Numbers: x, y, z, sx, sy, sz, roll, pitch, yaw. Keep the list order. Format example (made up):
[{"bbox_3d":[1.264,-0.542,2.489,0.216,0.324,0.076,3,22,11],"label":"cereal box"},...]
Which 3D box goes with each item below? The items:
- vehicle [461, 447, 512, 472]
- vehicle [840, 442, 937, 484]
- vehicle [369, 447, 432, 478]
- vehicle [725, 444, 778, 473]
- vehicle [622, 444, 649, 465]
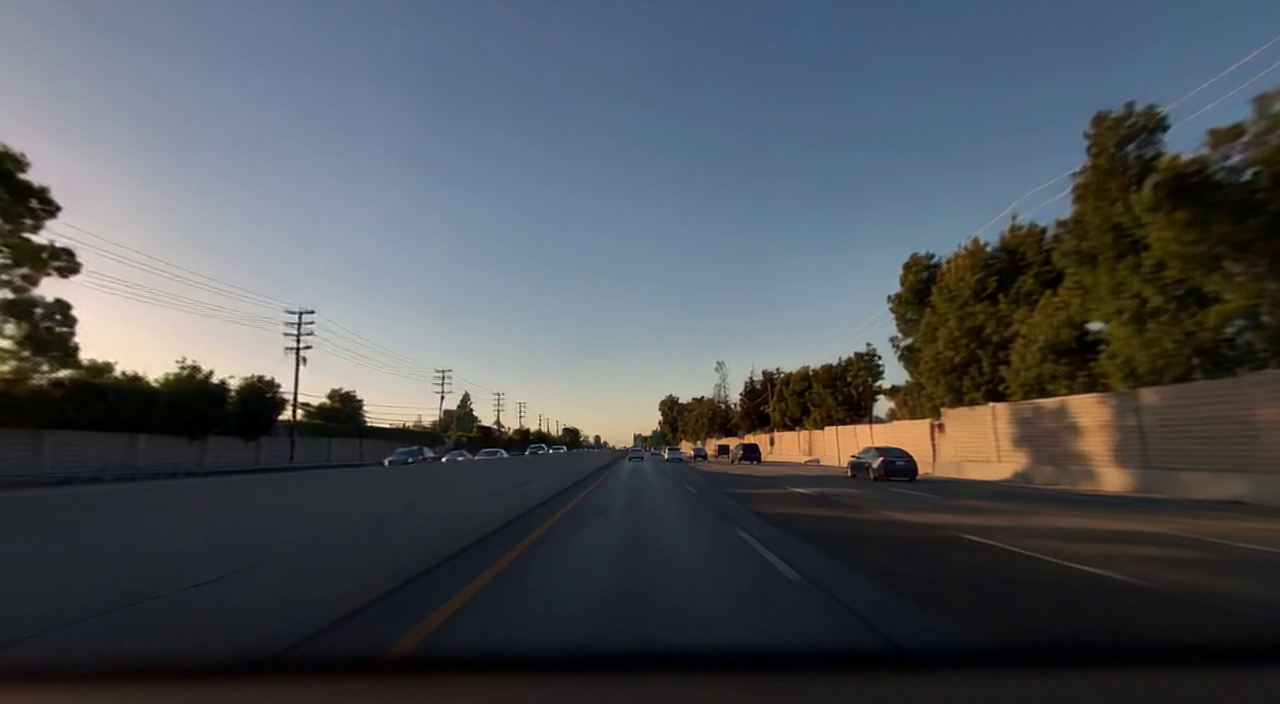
[{"bbox_3d":[-10.111,7.100,41.970,2.259,1.507,4.362,0,-8,0],"label":"vehicle"},{"bbox_3d":[9.733,4.361,25.199,1.969,1.506,4.422,0,-8,-1],"label":"vehicle"},{"bbox_3d":[-13.220,6.097,35.129,1.843,1.602,4.040,0,-8,0],"label":"vehicle"},{"bbox_3d":[6.298,6.051,36.270,2.069,1.520,4.614,0,-8,-1],"label":"vehicle"},{"bbox_3d":[-0.362,8.034,49.622,1.993,1.506,3.883,0,-8,-1],"label":"vehicle"}]
